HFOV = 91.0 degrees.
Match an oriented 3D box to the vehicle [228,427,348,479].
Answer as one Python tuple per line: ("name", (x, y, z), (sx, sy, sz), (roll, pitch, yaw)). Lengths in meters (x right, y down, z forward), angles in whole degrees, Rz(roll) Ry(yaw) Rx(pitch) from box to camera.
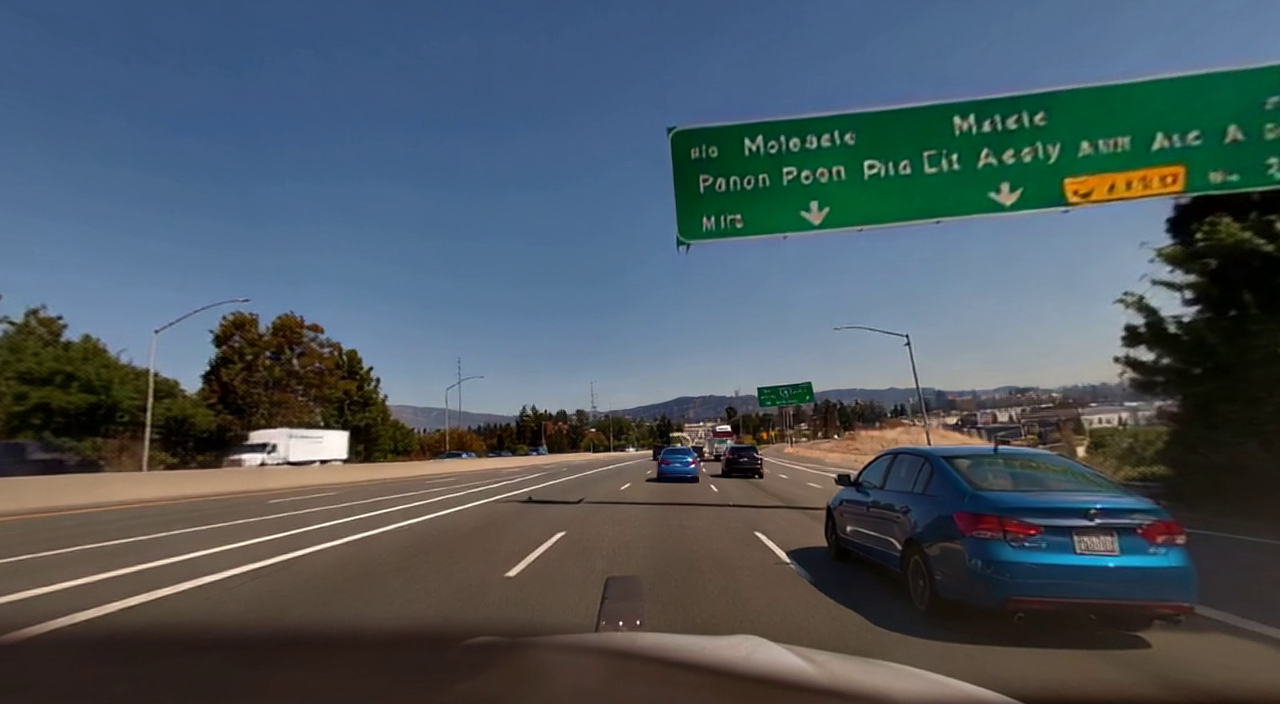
("vehicle", (-21.817, 6.323, 39.594), (3.098, 2.950, 6.966), (-1, -9, 4))

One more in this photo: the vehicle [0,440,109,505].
("vehicle", (-19.601, 3.596, 18.934), (2.113, 1.862, 5.561), (-1, -9, 4))

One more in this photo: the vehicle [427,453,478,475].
("vehicle", (-13.630, 8.145, 46.056), (1.973, 1.532, 4.450), (-1, -9, 6))

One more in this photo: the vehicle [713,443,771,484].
("vehicle", (4.474, 4.927, 28.156), (2.076, 1.684, 4.241), (0, -9, 3))

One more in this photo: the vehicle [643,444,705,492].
("vehicle", (1.254, 4.243, 23.394), (2.074, 1.614, 3.803), (0, -9, 3))

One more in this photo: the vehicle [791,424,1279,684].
("vehicle", (2.982, 1.528, 6.008), (2.009, 1.489, 4.559), (0, -9, 1))
